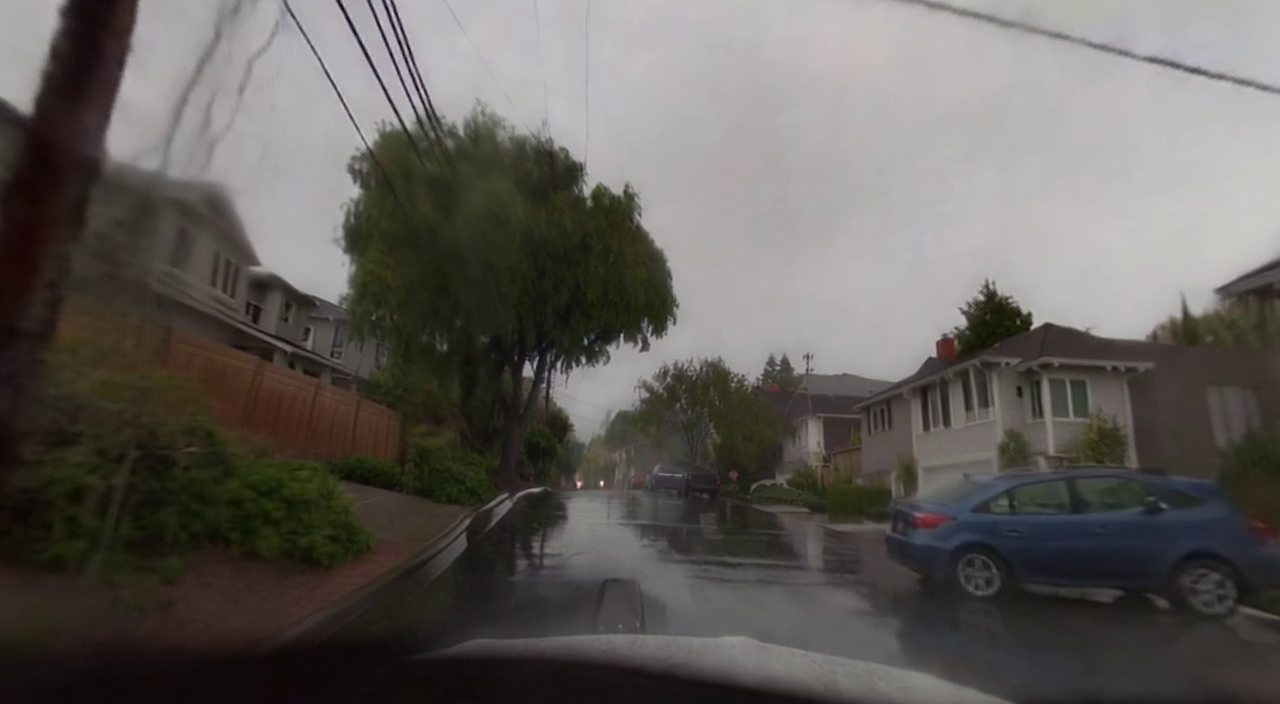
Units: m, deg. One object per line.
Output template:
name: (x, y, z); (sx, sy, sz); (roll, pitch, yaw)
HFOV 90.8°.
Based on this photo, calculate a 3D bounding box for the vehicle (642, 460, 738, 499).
vehicle: (2.445, 6.320, 31.547); (4.413, 1.728, 1.869); (1, -8, -9)

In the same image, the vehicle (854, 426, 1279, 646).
vehicle: (5.034, 1.958, 7.032); (4.501, 1.678, 2.078); (7, -9, -1)
